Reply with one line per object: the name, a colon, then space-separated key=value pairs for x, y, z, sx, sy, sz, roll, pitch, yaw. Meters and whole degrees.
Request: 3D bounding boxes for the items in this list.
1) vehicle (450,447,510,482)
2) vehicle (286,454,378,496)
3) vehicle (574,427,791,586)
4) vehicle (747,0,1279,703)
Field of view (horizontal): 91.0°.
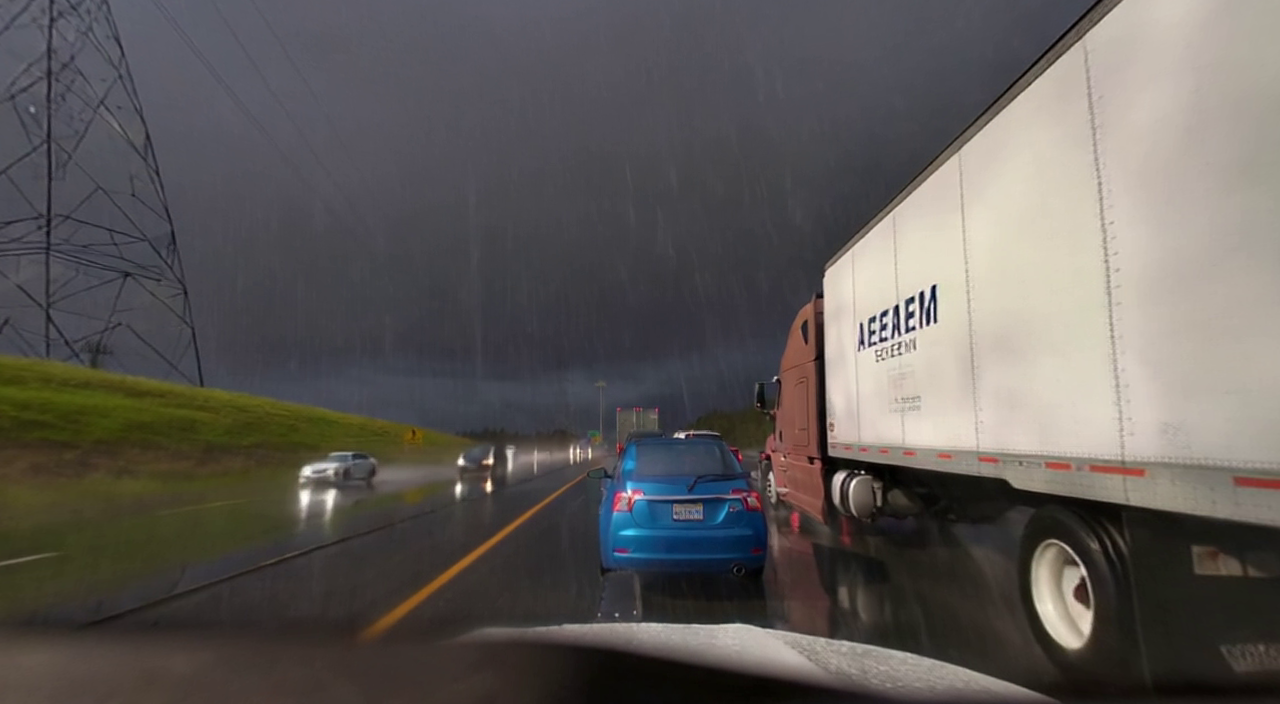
vehicle: x=-8.139 y=5.725 z=32.404 sx=1.991 sy=1.629 sz=4.259 roll=-1 pitch=-8 yaw=0
vehicle: x=-12.238 y=4.887 z=25.295 sx=1.795 sy=1.441 sz=3.759 roll=-1 pitch=-8 yaw=0
vehicle: x=0.329 y=1.712 z=7.796 sx=2.045 sy=1.446 sz=3.597 roll=0 pitch=-8 yaw=-2
vehicle: x=4.146 y=0.248 z=6.627 sx=3.138 sy=4.065 sz=14.276 roll=0 pitch=-8 yaw=-1
